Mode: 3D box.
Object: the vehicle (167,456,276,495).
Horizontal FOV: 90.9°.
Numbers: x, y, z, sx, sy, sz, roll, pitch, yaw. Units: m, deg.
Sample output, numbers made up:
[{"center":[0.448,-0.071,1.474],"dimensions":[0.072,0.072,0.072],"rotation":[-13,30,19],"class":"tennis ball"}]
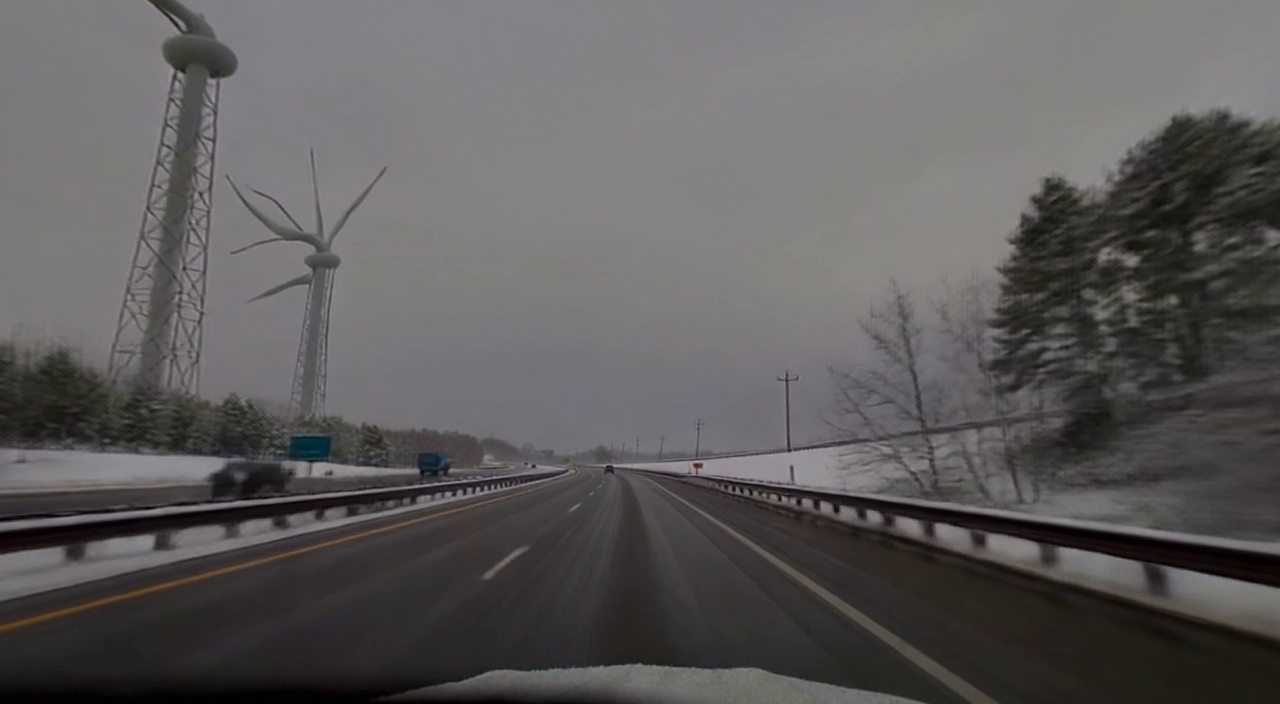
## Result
[{"center":[-17.285,5.116,26.270],"dimensions":[1.818,1.471,3.973],"rotation":[1,-10,-1],"class":"vehicle"}]
